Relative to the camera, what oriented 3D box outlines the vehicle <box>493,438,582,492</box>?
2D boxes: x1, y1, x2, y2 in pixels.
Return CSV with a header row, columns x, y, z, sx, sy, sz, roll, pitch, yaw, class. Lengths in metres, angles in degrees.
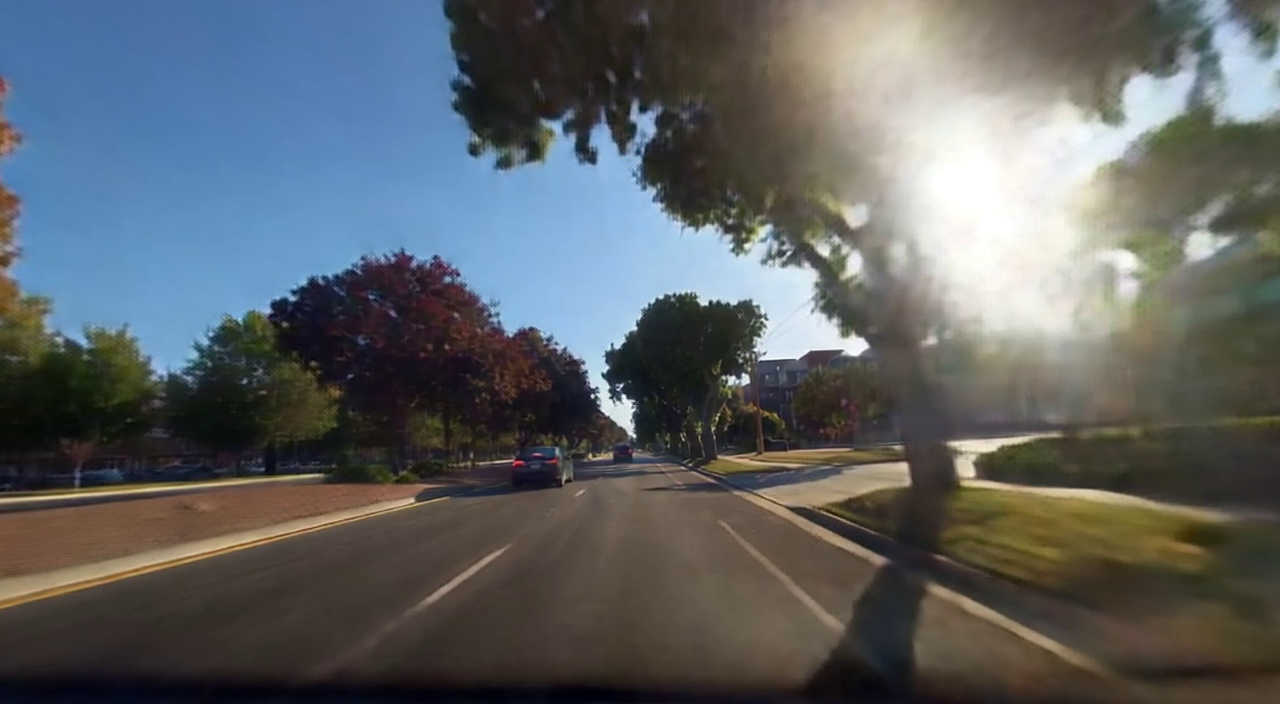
x,y,z,sx,sy,sz,roll,pitch,yaw,class
-3.402,3.888,22.109,2.202,1.685,4.772,0,-9,1,vehicle
